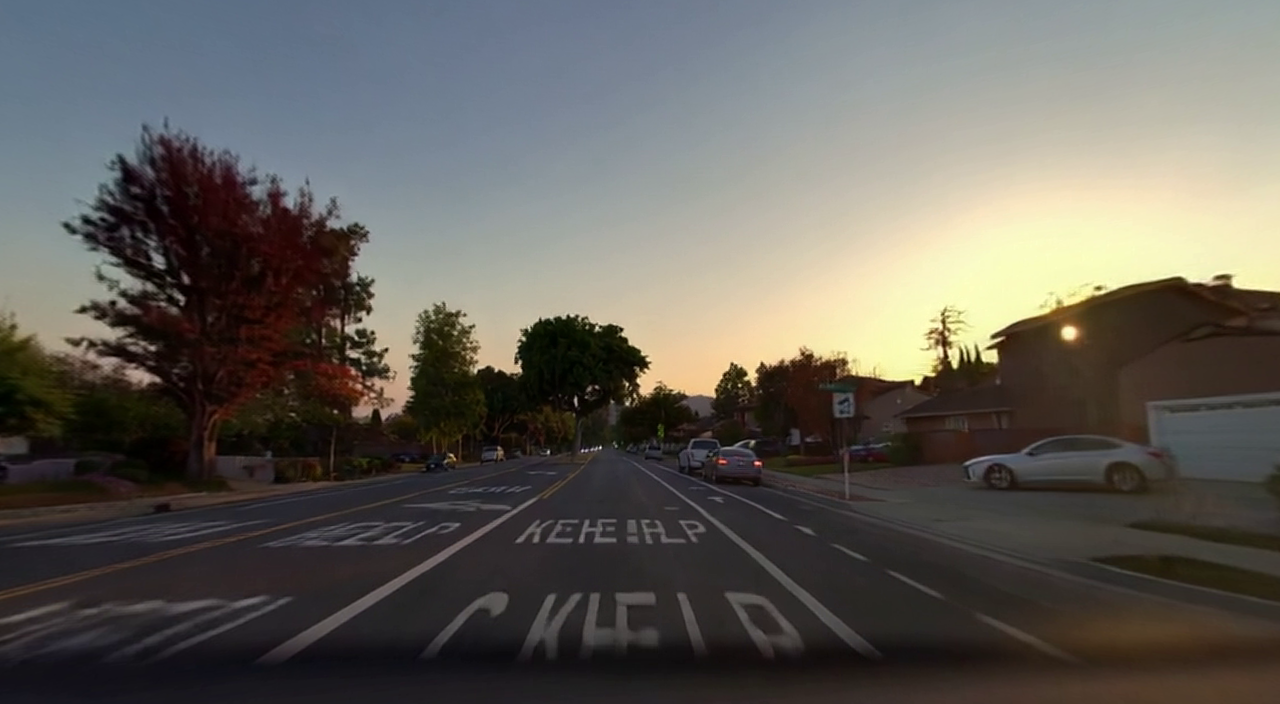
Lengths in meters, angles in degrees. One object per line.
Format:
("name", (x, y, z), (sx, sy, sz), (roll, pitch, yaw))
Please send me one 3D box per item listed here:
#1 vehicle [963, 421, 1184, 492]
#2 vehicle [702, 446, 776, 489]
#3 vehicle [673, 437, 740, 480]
("vehicle", (11.282, 2.736, 16.729), (4.492, 1.619, 1.849), (-6, -11, 36))
("vehicle", (3.673, 4.383, 24.283), (1.919, 1.474, 4.370), (1, -9, -3))
("vehicle", (3.095, 5.159, 30.917), (2.293, 1.858, 5.868), (1, -9, -3))
